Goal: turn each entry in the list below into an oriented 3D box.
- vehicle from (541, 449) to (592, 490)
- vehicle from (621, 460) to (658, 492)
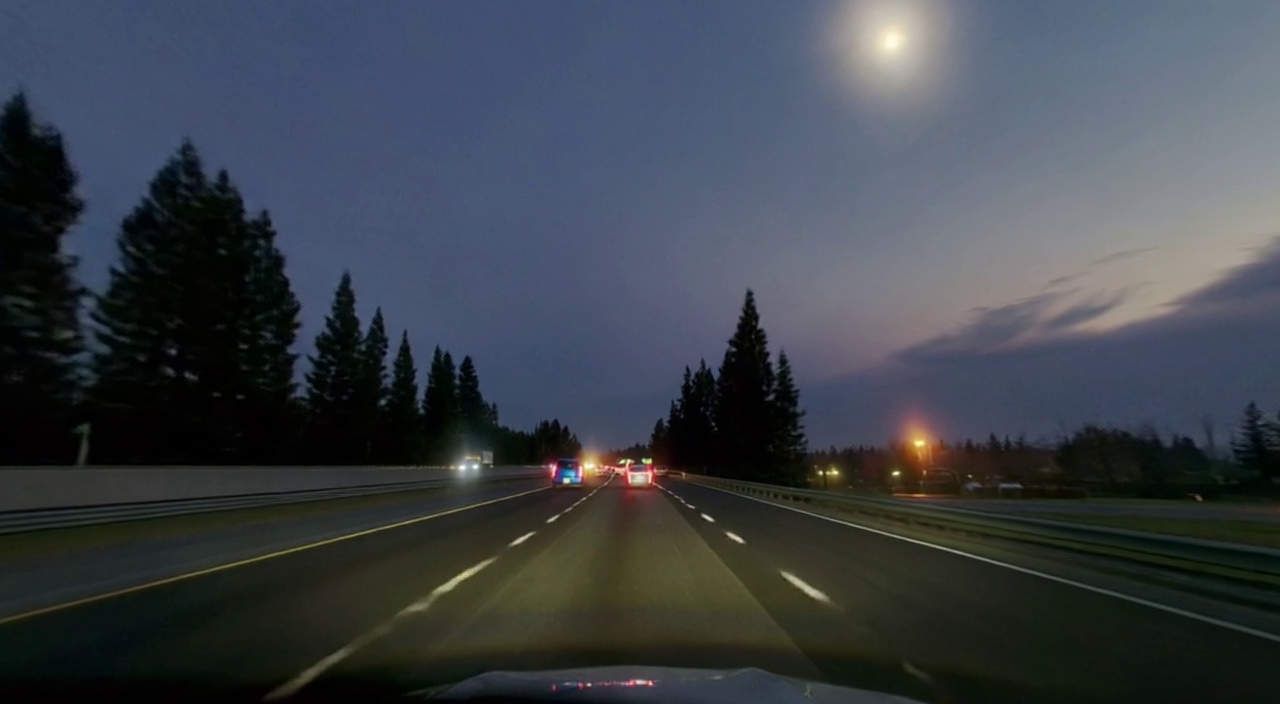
[{"bbox_3d":[-4.033,6.591,35.454,2.237,2.113,4.815,0,-10,0],"label":"vehicle"},{"bbox_3d":[-0.065,6.589,33.630,1.905,1.559,3.491,1,-10,-2],"label":"vehicle"}]
